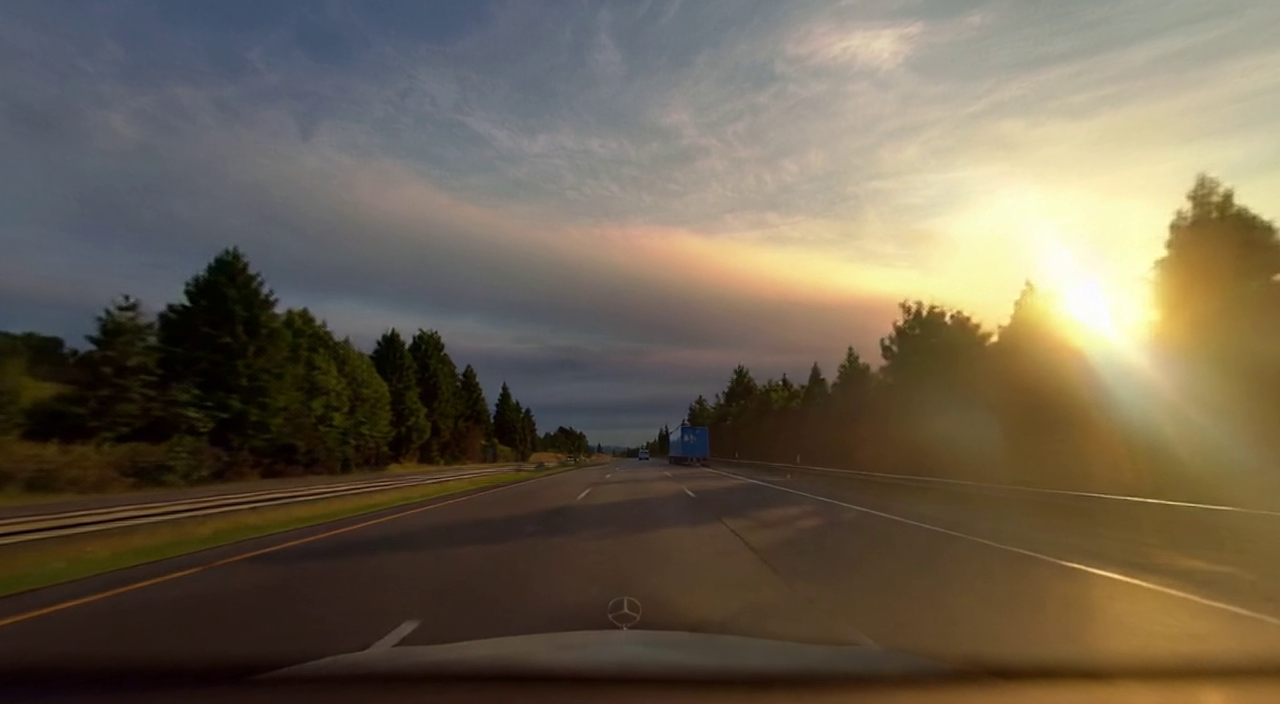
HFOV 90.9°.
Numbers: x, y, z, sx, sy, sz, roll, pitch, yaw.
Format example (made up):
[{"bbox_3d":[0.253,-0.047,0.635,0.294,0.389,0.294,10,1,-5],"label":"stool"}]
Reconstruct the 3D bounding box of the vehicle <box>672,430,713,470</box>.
[{"bbox_3d":[3.858,7.426,47.519,2.572,2.795,5.978,0,-9,-1],"label":"vehicle"}]
